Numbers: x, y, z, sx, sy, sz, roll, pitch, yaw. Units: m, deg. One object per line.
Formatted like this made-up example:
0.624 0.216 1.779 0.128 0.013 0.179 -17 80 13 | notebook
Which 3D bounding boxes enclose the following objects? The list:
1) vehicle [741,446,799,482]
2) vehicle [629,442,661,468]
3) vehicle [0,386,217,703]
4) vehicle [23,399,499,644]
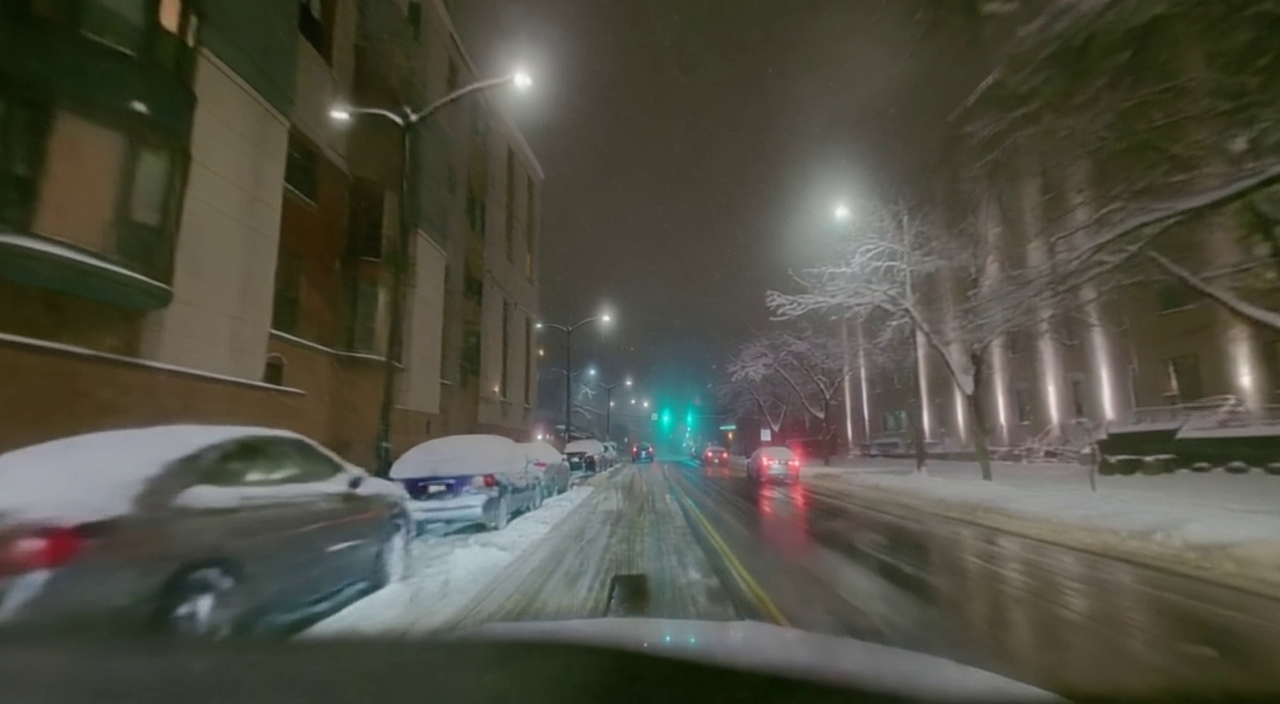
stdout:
5.684 4.943 28.002 1.799 1.463 3.464 0 -9 -1 | vehicle
0.399 7.111 43.622 2.122 1.689 3.885 0 -9 1 | vehicle
-3.340 0.915 2.239 1.609 1.619 2.840 0 -9 0 | vehicle
-3.124 1.514 6.660 2.199 1.676 4.486 0 -9 0 | vehicle
